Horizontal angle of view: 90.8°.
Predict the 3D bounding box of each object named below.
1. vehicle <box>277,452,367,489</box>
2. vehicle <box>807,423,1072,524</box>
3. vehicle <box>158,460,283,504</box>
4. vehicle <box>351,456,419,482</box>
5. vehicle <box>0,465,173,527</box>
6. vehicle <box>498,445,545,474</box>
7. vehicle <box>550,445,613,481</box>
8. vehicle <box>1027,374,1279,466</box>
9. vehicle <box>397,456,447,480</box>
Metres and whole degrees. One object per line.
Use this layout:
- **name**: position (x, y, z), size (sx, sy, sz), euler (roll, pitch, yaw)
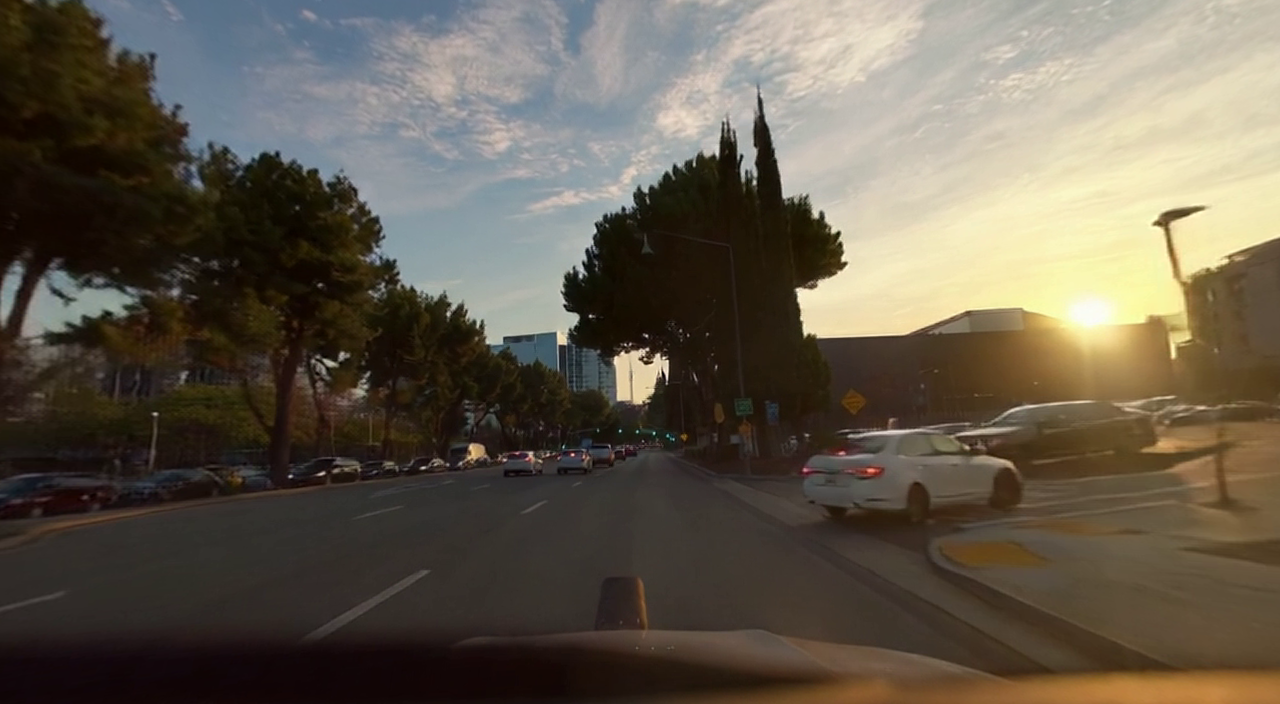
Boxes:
- **vehicle**: position (-16.356, 6.087, 32.825), size (2.073, 1.749, 4.770), euler (0, -8, 1)
- **vehicle**: position (5.561, 2.137, 11.667), size (4.504, 1.513, 2.208), euler (5, -10, -31)
- **vehicle**: position (-16.406, 5.075, 25.035), size (1.849, 1.472, 4.441), euler (0, -8, 1)
- **vehicle**: position (-16.317, 7.467, 40.714), size (2.162, 1.480, 5.017), euler (0, -8, 1)
- **vehicle**: position (-16.661, 4.130, 18.634), size (1.981, 1.431, 4.862), euler (0, -8, 1)
- **vehicle**: position (-7.432, 6.754, 40.056), size (2.054, 1.744, 4.422), euler (0, -8, 2)
- **vehicle**: position (-2.616, 5.102, 29.414), size (2.235, 1.500, 4.420), euler (-1, -8, 4)
- **vehicle**: position (13.673, 1.816, 16.311), size (6.193, 2.081, 2.569), euler (2, -9, -15)
- **vehicle**: position (-16.049, 8.546, 46.783), size (2.024, 1.531, 4.580), euler (0, -8, 1)
